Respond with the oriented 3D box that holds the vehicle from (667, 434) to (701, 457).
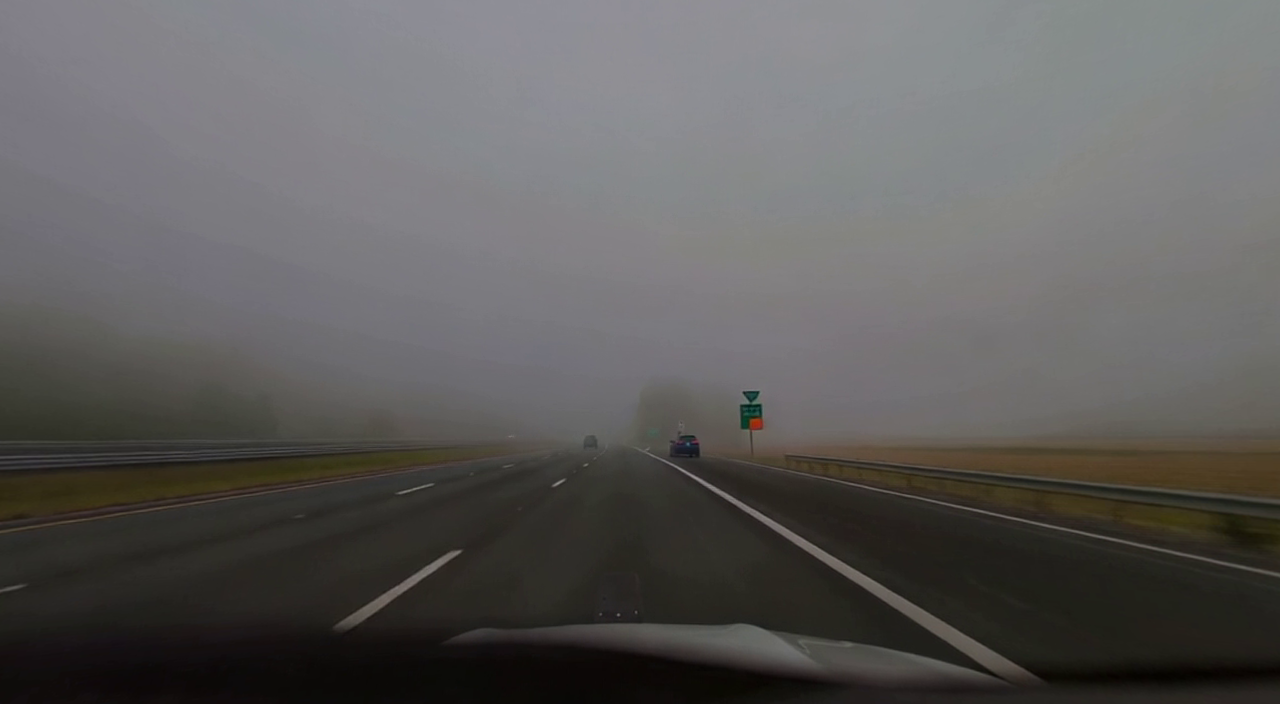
[{"bbox_3d":[3.286,7.030,47.636,2.084,1.614,4.762,0,-8,-2],"label":"vehicle"}]
